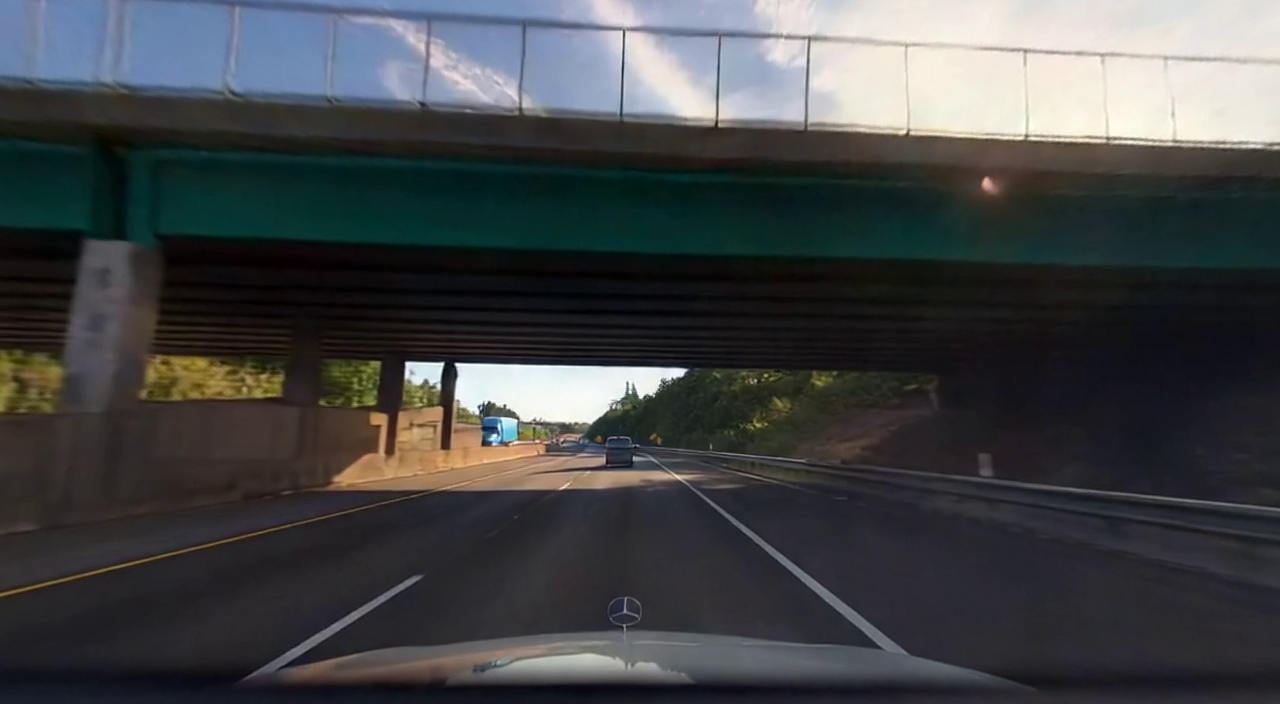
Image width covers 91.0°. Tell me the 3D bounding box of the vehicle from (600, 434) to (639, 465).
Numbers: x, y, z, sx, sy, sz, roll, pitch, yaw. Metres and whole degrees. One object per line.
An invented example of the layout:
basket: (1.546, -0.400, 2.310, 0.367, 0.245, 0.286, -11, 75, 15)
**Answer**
vehicle: (-1.367, 6.388, 41.319, 2.372, 1.891, 5.061, 0, -8, -2)
